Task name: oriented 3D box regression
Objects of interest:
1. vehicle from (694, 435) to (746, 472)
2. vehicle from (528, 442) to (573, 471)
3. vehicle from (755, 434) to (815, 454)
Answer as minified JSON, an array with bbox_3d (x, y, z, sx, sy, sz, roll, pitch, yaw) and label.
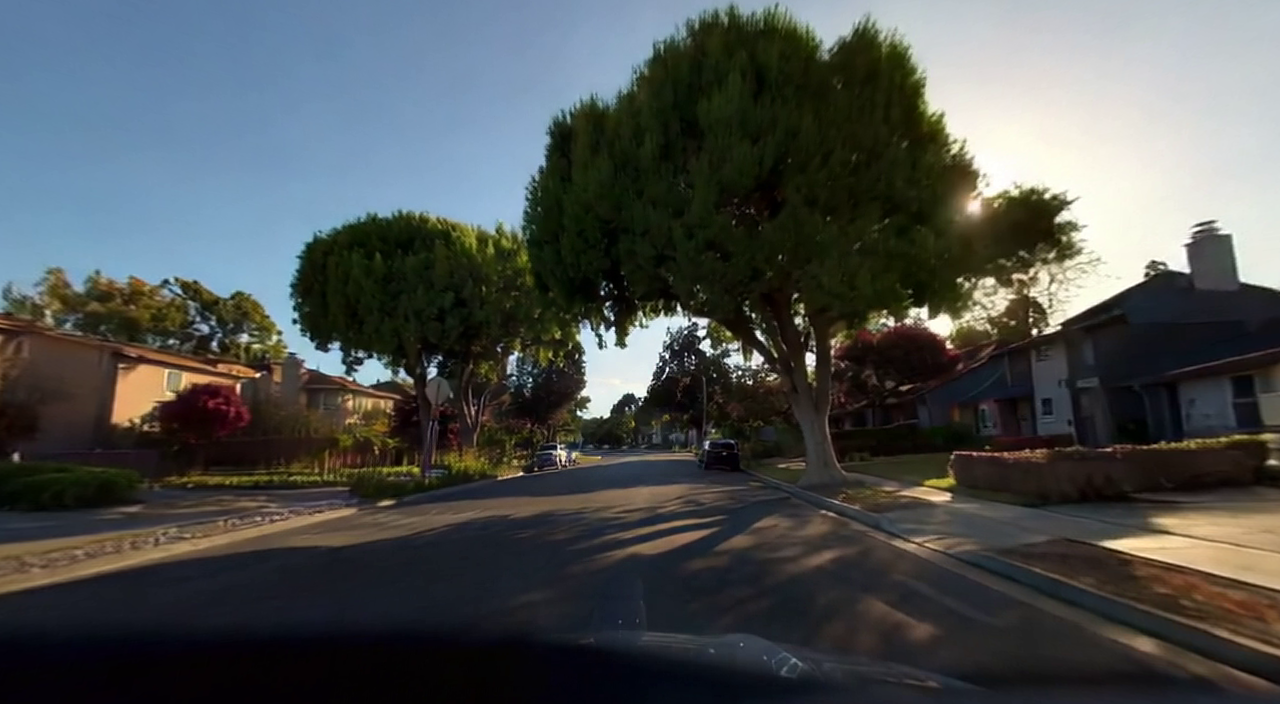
[{"bbox_3d":[4.058,5.267,32.802,2.176,1.762,4.622,0,-8,1],"label":"vehicle"},{"bbox_3d":[-5.510,6.515,39.393,2.005,1.706,4.428,-1,-8,2],"label":"vehicle"},{"bbox_3d":[11.152,7.089,48.663,4.153,1.481,1.865,0,-9,1],"label":"vehicle"}]
